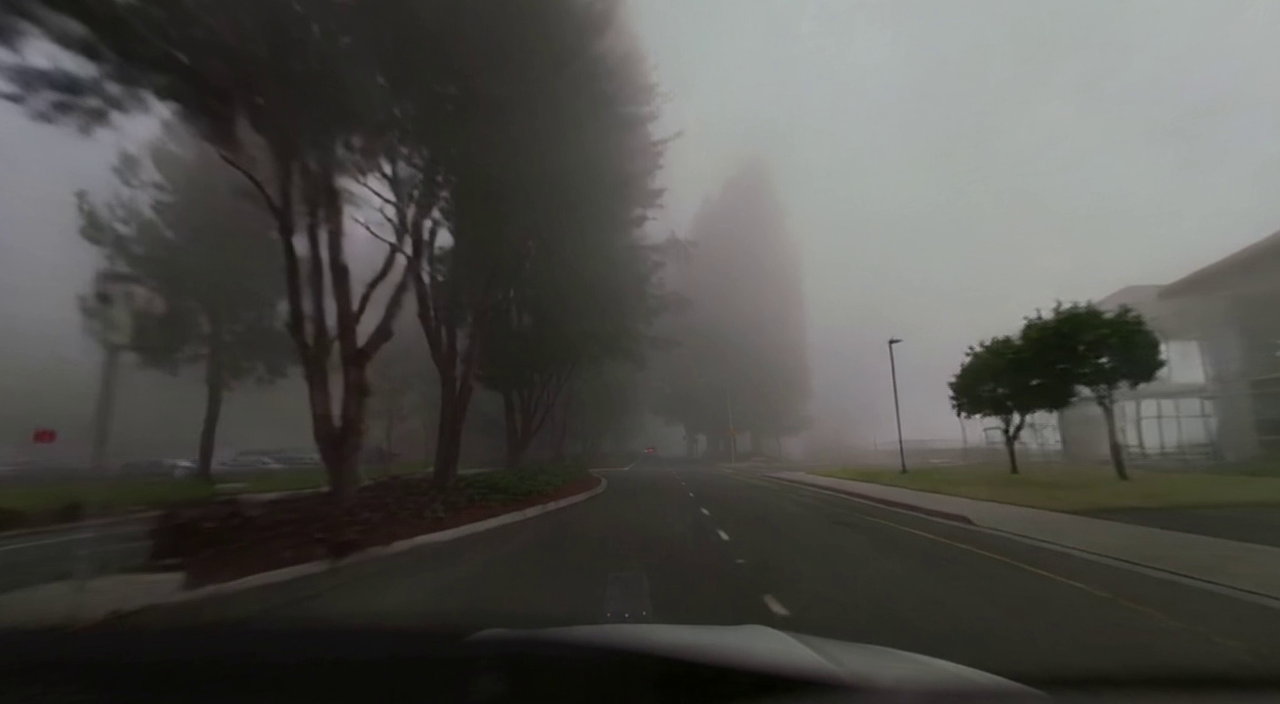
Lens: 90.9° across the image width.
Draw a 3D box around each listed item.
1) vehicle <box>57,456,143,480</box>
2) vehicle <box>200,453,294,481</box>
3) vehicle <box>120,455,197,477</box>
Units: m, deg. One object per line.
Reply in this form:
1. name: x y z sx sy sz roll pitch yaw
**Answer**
1. vehicle: -35.889 7.692 42.038 1.788 1.470 4.439 0 -8 0
2. vehicle: -22.676 6.638 36.456 4.140 1.556 1.995 -1 -8 2
3. vehicle: -37.130 8.802 48.660 4.378 1.604 1.989 -1 -9 5
